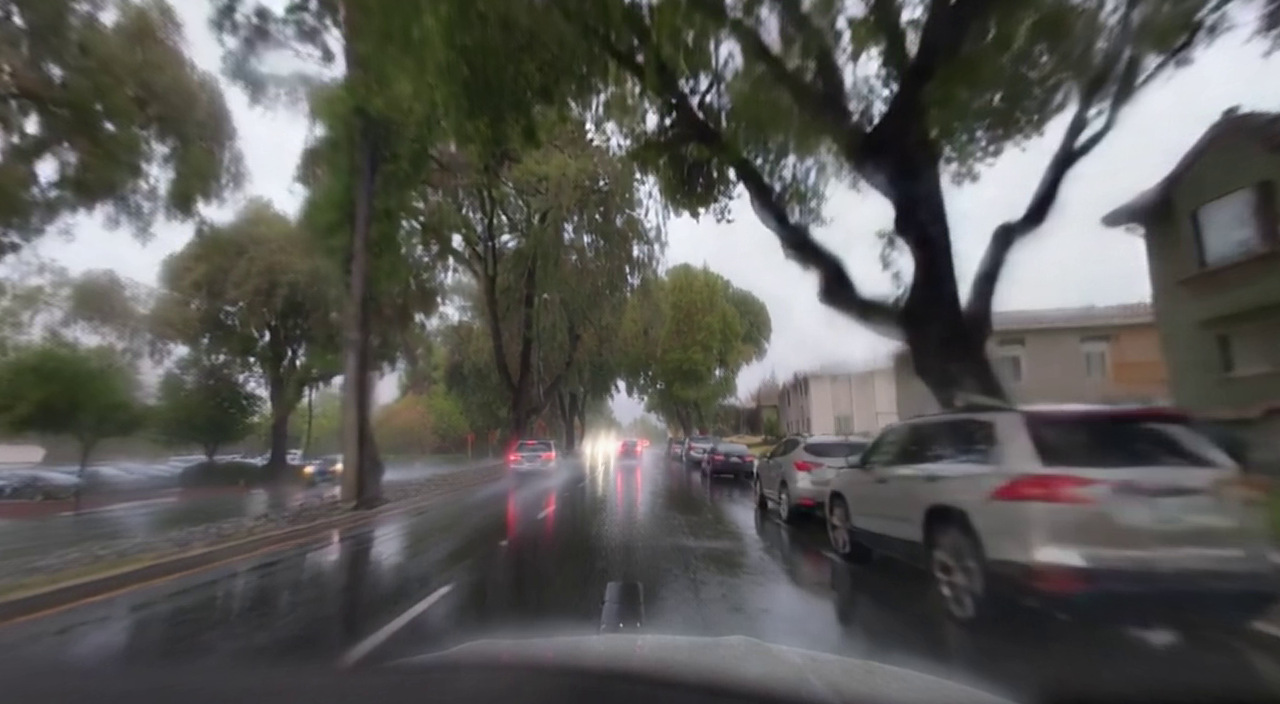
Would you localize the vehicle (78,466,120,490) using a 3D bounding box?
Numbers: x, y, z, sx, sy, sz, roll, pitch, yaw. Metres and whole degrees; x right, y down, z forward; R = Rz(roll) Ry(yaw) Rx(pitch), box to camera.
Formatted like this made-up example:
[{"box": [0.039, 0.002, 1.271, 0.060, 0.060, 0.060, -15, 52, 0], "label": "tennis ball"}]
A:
[{"box": [-39.837, 9.274, 46.637, 2.034, 1.481, 4.931, 6, -10, -38], "label": "vehicle"}]

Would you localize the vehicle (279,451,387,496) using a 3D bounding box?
[{"box": [-11.826, 4.674, 24.686, 2.167, 1.497, 4.256, 0, -8, -2], "label": "vehicle"}]

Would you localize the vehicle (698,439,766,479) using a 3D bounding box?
[{"box": [3.641, 4.329, 25.912, 2.019, 1.495, 4.755, 0, -8, -1], "label": "vehicle"}]

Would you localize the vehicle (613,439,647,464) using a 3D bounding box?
[{"box": [-0.618, 6.559, 41.885, 2.142, 1.548, 4.273, 0, -8, 0], "label": "vehicle"}]

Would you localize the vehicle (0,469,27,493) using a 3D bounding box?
[{"box": [-47.054, 9.512, 46.658, 1.913, 1.469, 4.399, 6, -10, -37], "label": "vehicle"}]

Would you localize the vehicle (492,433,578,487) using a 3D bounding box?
[{"box": [-3.520, 3.725, 22.163, 2.129, 1.668, 4.722, 0, -8, 1], "label": "vehicle"}]

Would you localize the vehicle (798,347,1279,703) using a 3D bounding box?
[{"box": [3.227, 1.284, 5.896, 2.090, 1.839, 5.495, 0, -8, 0], "label": "vehicle"}]
